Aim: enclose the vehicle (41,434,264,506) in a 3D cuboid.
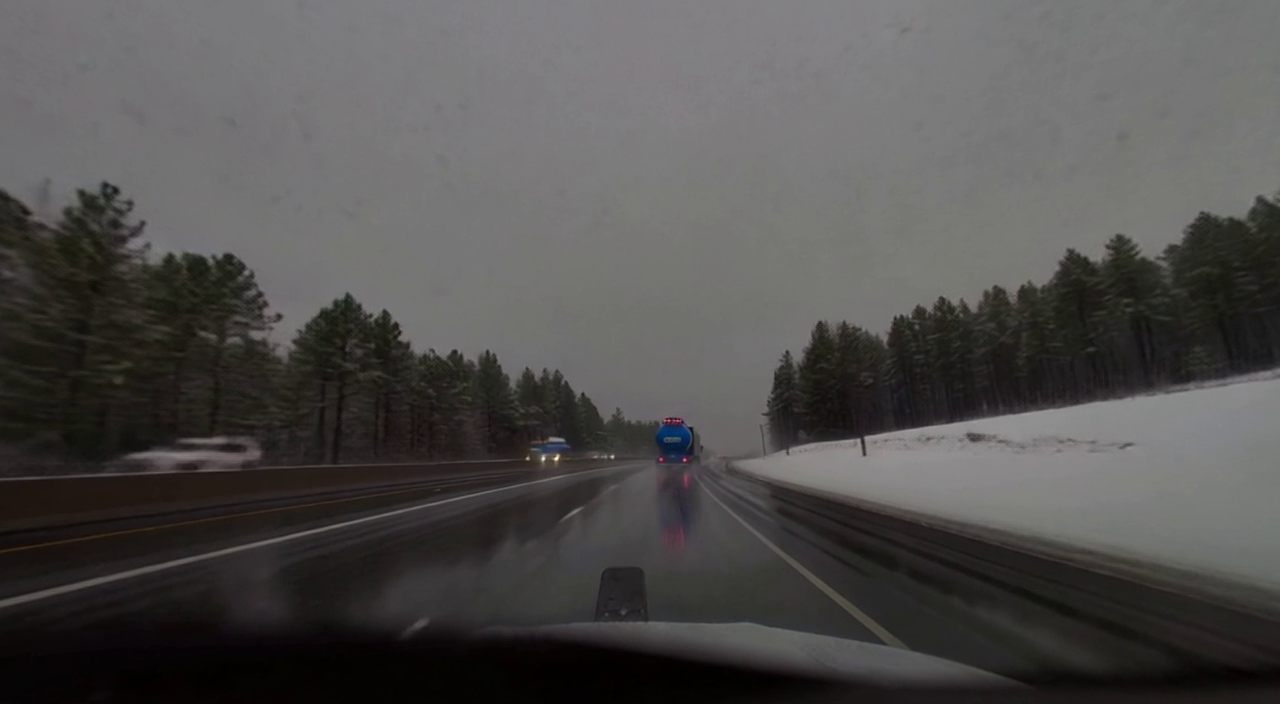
[{"bbox_3d":[-13.030,3.147,17.402,2.175,1.685,4.797,0,-8,2],"label":"vehicle"}]
